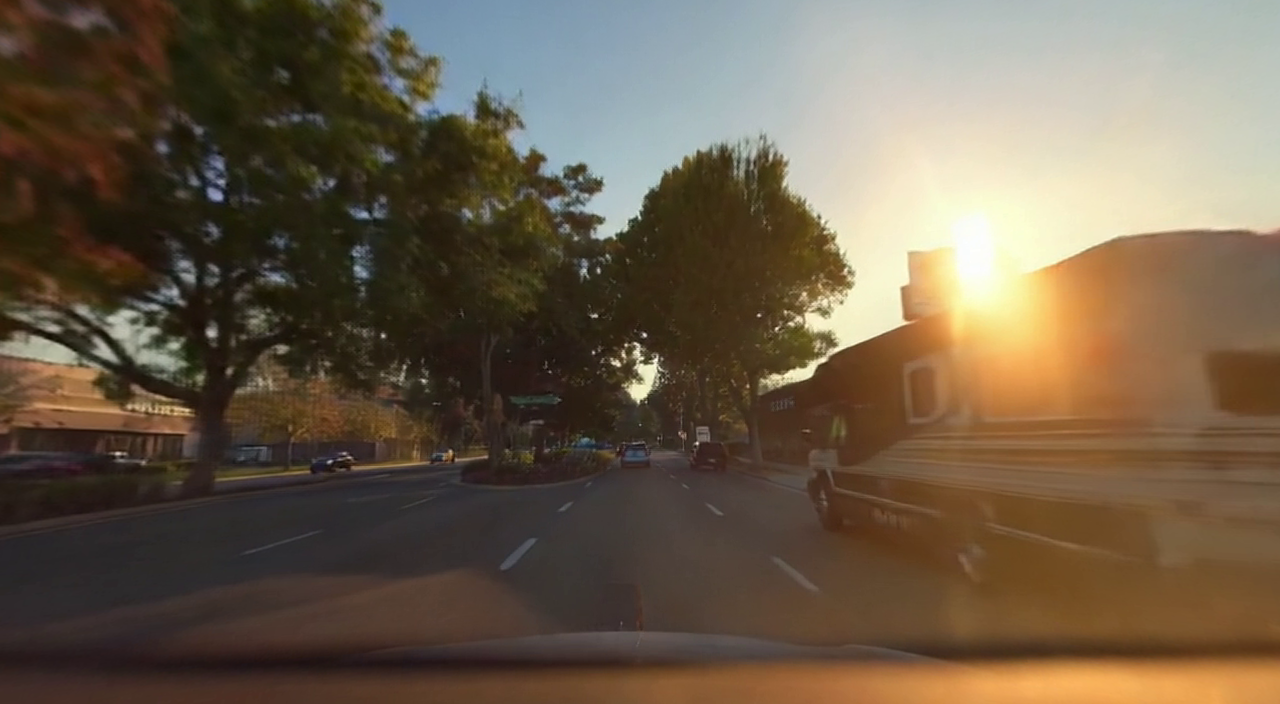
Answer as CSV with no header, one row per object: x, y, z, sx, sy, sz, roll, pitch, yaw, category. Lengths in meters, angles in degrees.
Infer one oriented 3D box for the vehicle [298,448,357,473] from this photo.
-22.100,7.639,44.814,1.959,1.683,4.406,0,-9,-1,vehicle

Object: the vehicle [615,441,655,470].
-0.325,5.781,35.376,2.103,1.506,4.742,0,-9,-1,vehicle

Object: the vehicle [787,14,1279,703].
3.967,0.655,6.510,2.924,3.250,7.780,-1,-9,0,vehicle

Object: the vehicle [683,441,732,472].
3.698,5.806,35.389,2.060,1.611,4.675,0,-9,-2,vehicle

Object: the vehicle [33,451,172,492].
-25.597,5.657,30.435,2.013,1.744,5.354,0,-9,-1,vehicle
